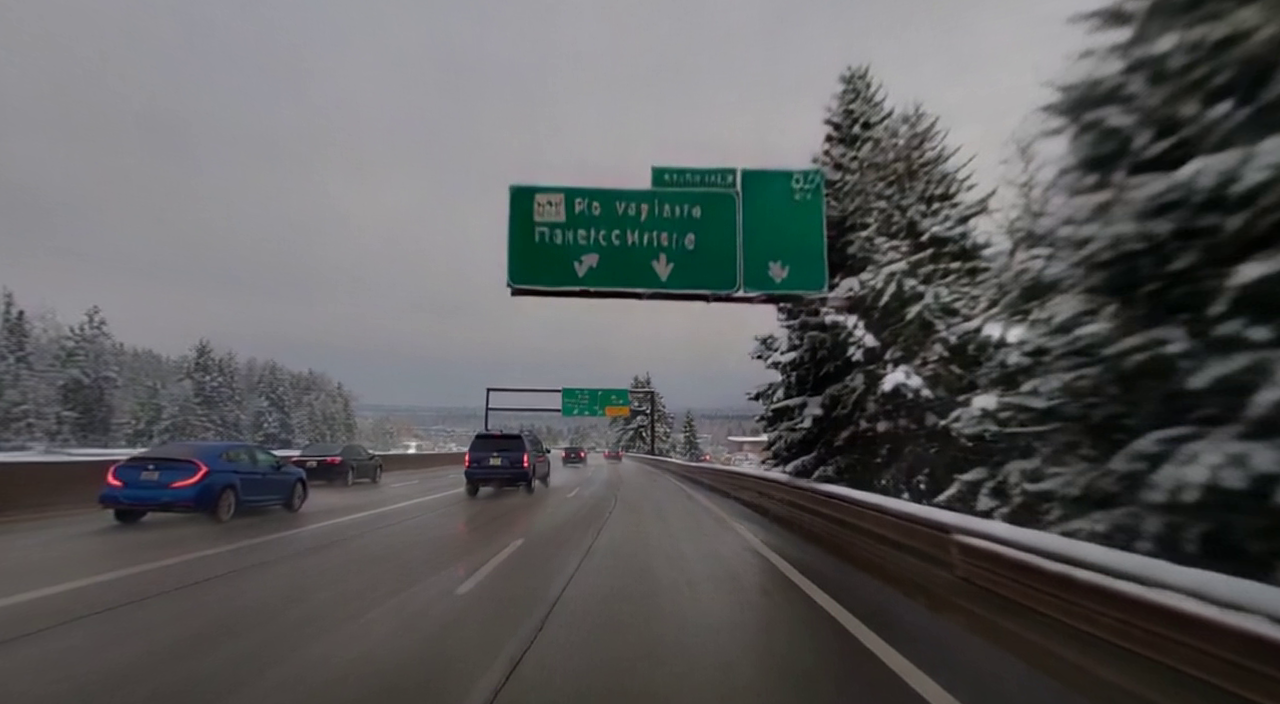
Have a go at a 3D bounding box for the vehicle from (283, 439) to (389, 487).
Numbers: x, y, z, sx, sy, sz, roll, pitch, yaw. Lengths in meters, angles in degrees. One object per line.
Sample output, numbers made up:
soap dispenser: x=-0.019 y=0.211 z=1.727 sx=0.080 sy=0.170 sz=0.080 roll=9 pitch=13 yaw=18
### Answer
vehicle: x=-11.701 y=4.267 z=24.656 sx=1.919 sy=1.665 sz=4.394 roll=0 pitch=-8 yaw=0

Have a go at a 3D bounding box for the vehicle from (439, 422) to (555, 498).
vehicle: x=-4.111 y=3.225 z=19.261 sx=2.301 sy=1.985 sz=5.247 roll=0 pitch=-8 yaw=0

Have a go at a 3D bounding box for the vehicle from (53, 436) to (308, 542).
vehicle: x=-7.521 y=2.217 z=10.819 sx=1.796 sy=1.509 sz=3.393 roll=0 pitch=-8 yaw=-1

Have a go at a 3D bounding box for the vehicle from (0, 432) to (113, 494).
vehicle: x=-20.559 y=3.534 z=20.253 sx=2.224 sy=1.888 sz=5.868 roll=0 pitch=-8 yaw=-1

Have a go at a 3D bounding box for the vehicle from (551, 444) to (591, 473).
vehicle: x=-4.067 y=6.330 z=37.601 sx=1.955 sy=1.614 sz=3.817 roll=0 pitch=-8 yaw=-1
